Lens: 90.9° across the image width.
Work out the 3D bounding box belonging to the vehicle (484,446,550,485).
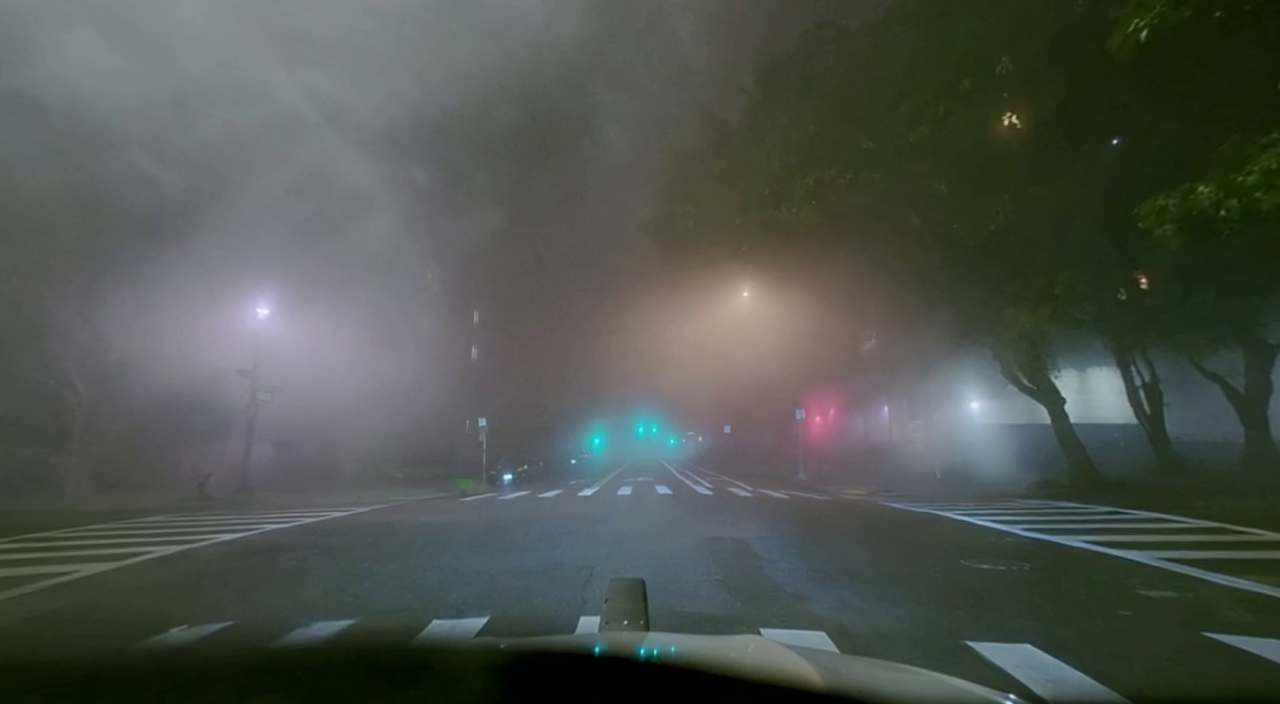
[{"bbox_3d":[-5.762,5.358,30.167,2.223,1.658,4.621,0,-8,0],"label":"vehicle"}]
